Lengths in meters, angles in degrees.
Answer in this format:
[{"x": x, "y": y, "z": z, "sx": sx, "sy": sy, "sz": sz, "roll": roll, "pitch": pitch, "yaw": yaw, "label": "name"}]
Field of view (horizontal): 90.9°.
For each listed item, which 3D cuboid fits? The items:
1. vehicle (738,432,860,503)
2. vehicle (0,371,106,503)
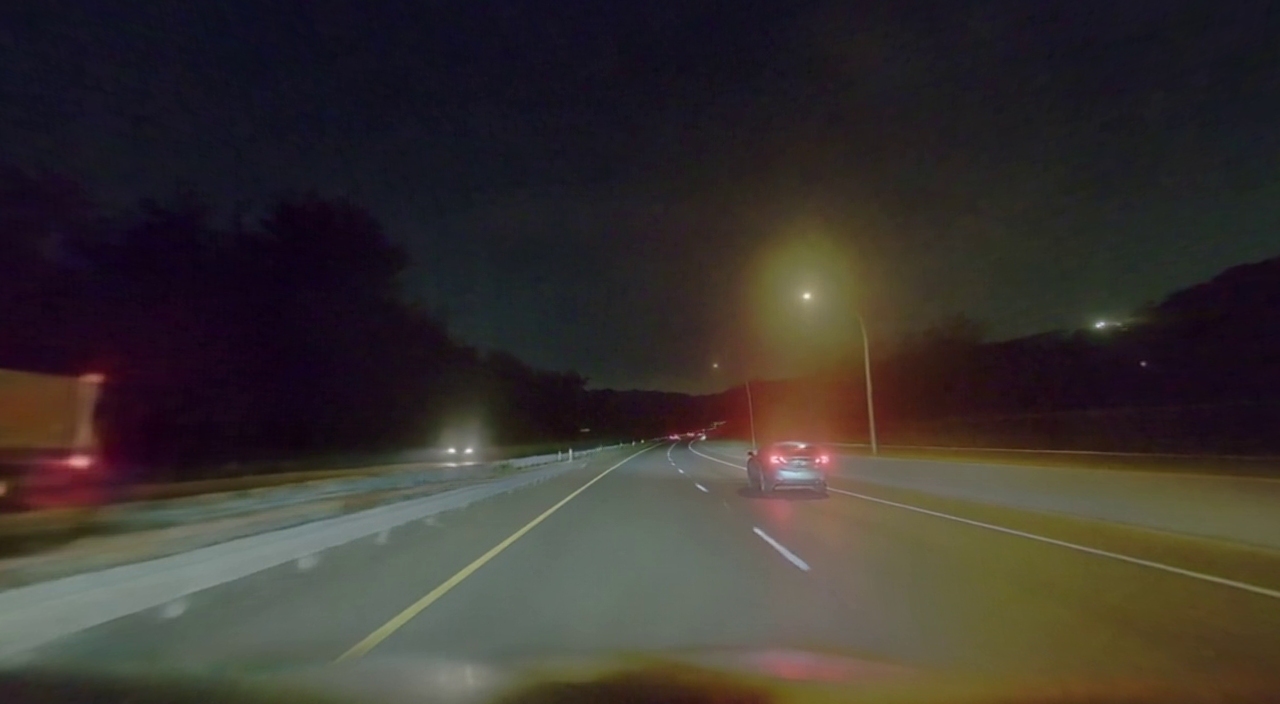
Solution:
[{"x": 3.771, "y": 2.821, "z": 15.757, "sx": 1.997, "sy": 1.515, "sz": 4.025, "roll": 0, "pitch": -9, "yaw": 0, "label": "vehicle"}, {"x": -22.436, "y": 2.094, "z": 15.925, "sx": 3.284, "sy": 4.203, "sz": 16.559, "roll": -1, "pitch": -8, "yaw": 1, "label": "vehicle"}]
